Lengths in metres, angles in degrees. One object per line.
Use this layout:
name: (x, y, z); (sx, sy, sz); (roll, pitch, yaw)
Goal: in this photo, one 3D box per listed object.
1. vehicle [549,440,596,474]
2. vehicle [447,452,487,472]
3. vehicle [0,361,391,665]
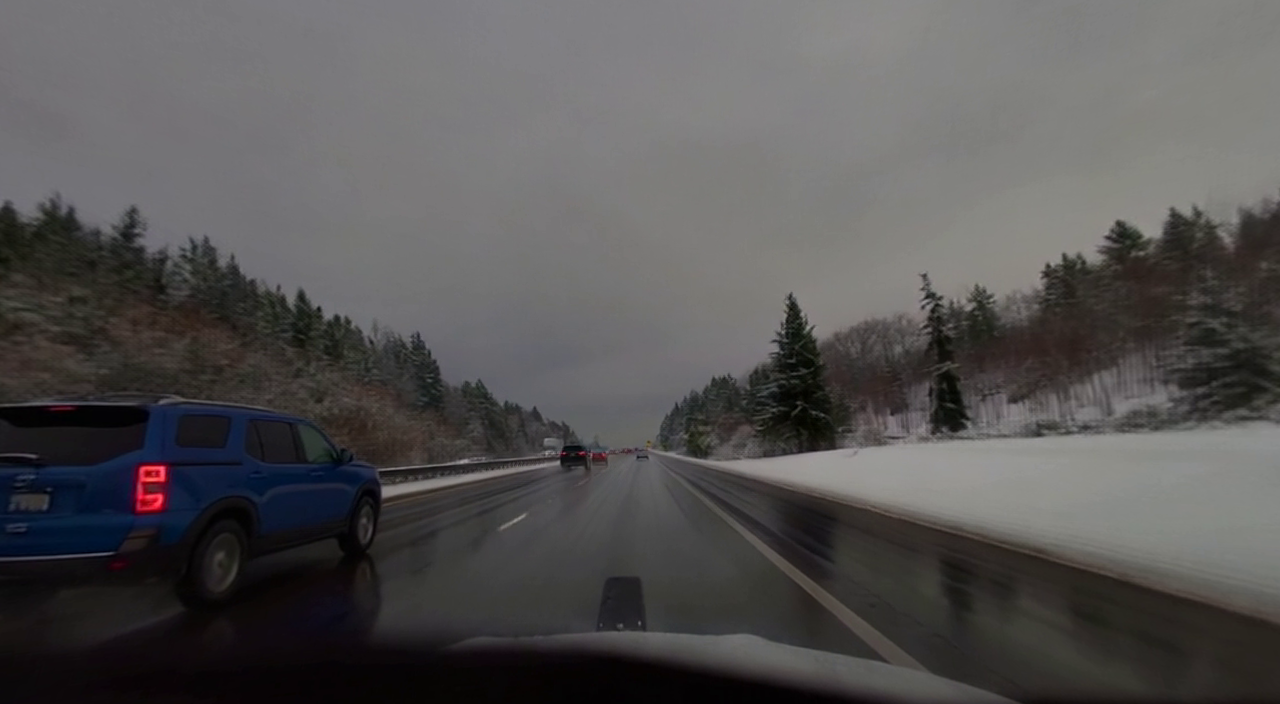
vehicle: (-3.716, 5.919, 35.642); (2.056, 1.811, 4.202); (-1, -9, 2)
vehicle: (-13.123, 8.365, 48.047); (1.849, 1.466, 4.337); (0, -9, -1)
vehicle: (-4.597, 1.382, 6.465); (2.102, 1.941, 4.703); (0, -9, 1)
